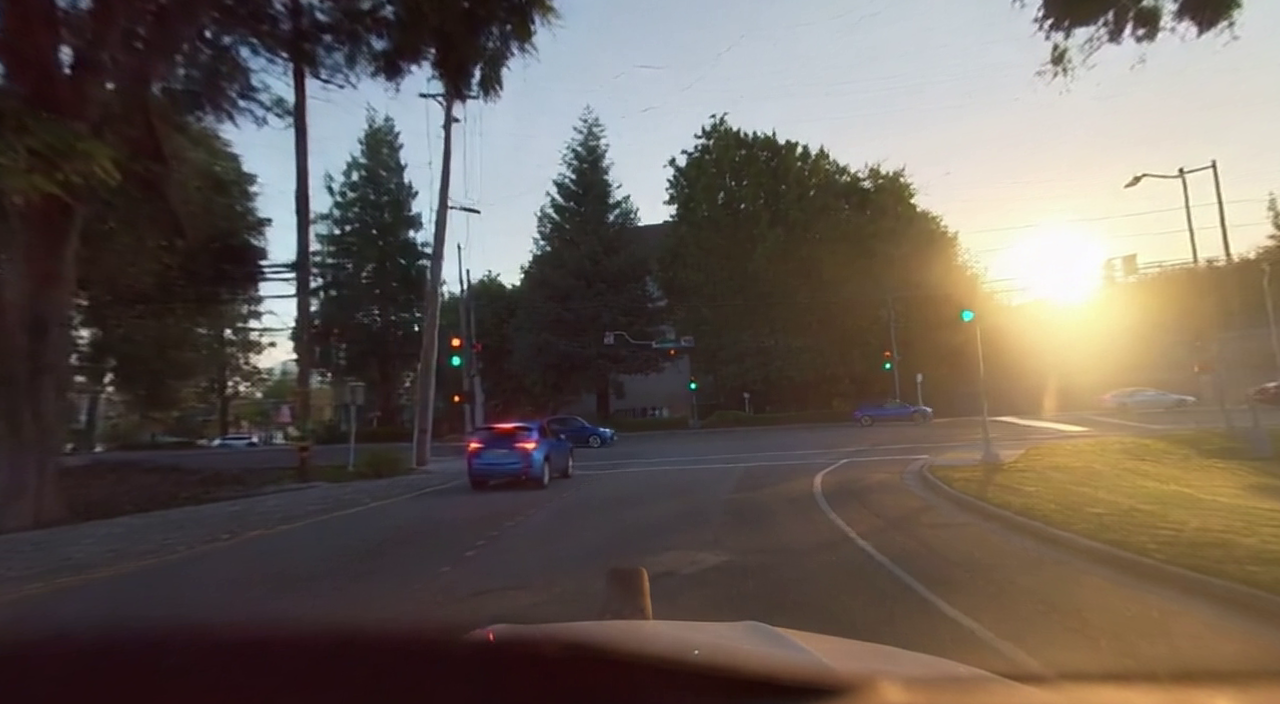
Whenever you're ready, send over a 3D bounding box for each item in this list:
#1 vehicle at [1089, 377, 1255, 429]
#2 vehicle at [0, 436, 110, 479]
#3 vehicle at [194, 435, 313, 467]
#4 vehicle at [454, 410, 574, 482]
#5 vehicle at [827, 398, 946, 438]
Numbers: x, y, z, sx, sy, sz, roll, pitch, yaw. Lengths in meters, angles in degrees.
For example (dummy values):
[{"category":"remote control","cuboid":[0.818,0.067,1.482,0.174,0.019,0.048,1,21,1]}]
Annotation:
[{"category":"vehicle","cuboid":[22.841,2.272,27.272,4.950,2.022,2.221,-1,-9,5]},{"category":"vehicle","cuboid":[-30.393,5.379,32.238,4.928,1.843,2.055,-3,-4,5]},{"category":"vehicle","cuboid":[-19.056,4.899,31.218,4.610,1.476,2.021,-1,-9,5]},{"category":"vehicle","cuboid":[-3.305,2.631,17.603,1.928,1.726,4.704,-1,-9,6]},{"category":"vehicle","cuboid":[11.083,3.023,28.659,4.636,1.668,1.935,-1,-9,7]}]
